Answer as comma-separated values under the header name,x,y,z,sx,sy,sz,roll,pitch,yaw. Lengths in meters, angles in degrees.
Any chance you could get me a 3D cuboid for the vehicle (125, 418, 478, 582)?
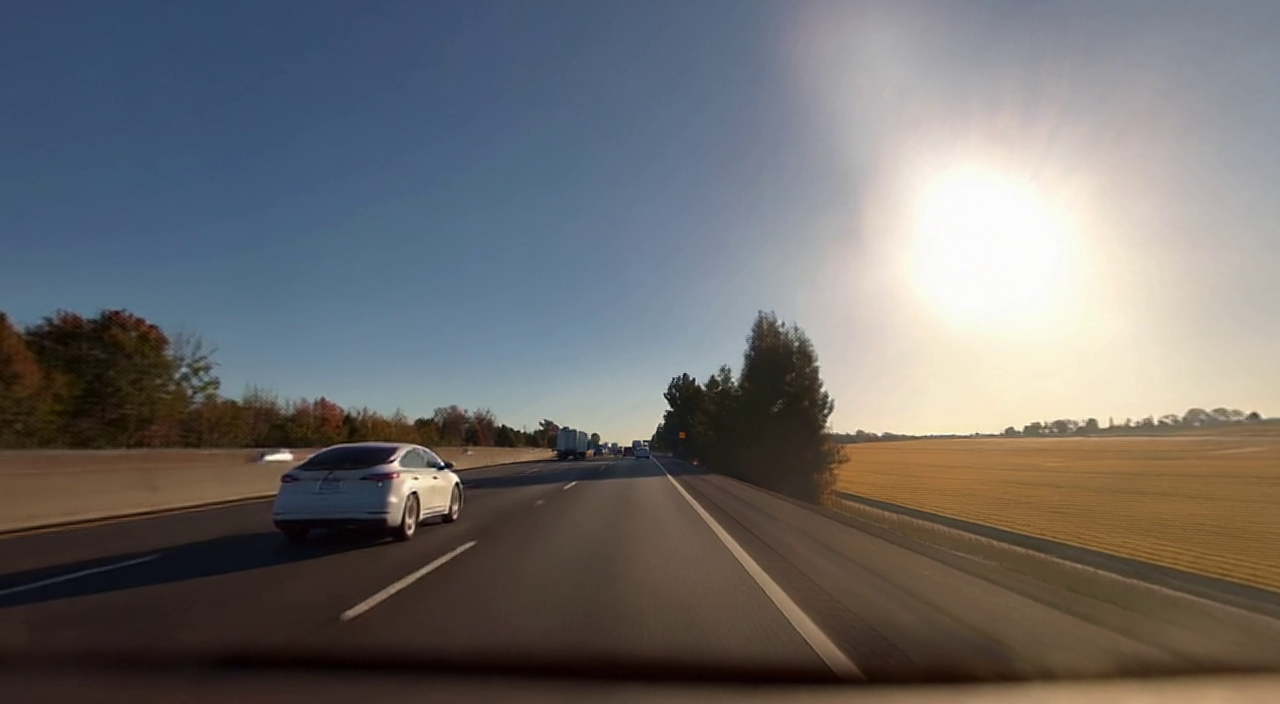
name,x,y,z,sx,sy,sz,roll,pitch,yaw
vehicle,-3.880,1.788,8.500,2.028,1.553,4.820,0,-9,1
